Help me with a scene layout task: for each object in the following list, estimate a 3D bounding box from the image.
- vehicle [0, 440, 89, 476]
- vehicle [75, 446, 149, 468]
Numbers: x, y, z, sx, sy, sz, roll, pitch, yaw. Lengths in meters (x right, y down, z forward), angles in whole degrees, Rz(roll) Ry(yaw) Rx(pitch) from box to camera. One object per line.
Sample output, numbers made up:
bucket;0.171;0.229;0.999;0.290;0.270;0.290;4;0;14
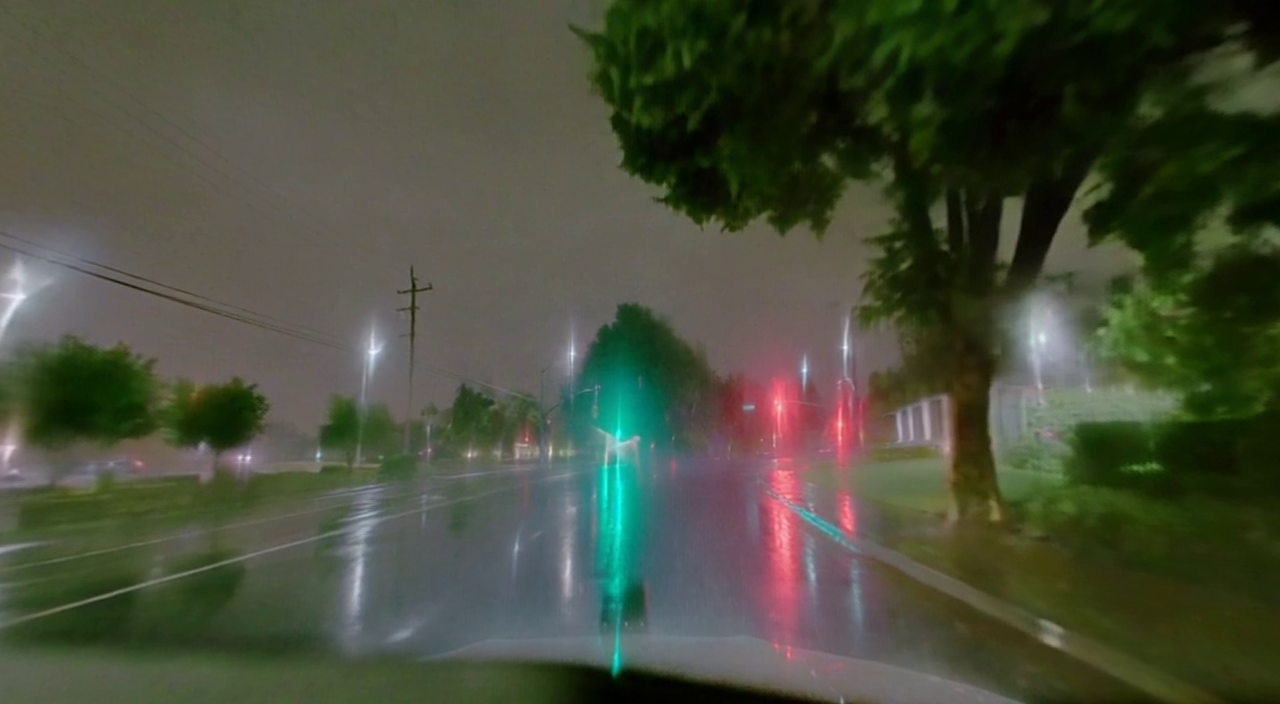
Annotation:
vehicle;-33.503;5.752;34.403;1.913;1.779;4.959;-1;-9;7
vehicle;-36.763;7.306;43.903;3.737;1.444;1.680;-1;-9;6
